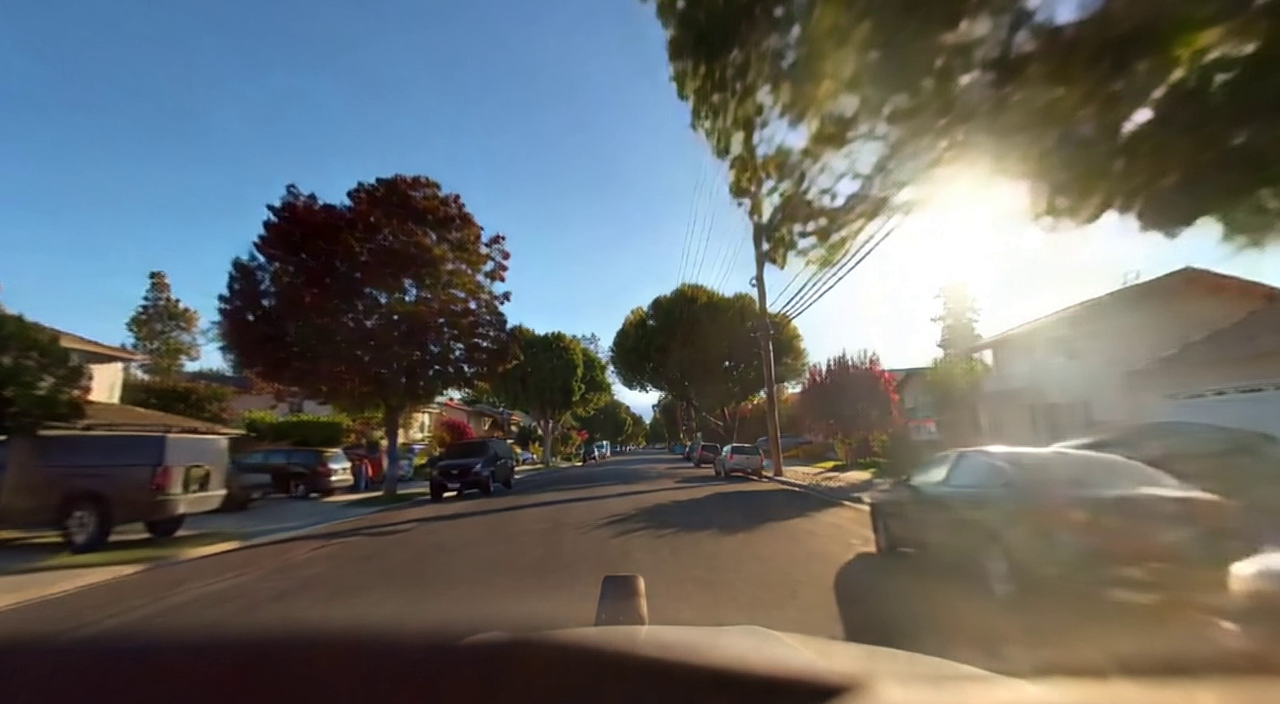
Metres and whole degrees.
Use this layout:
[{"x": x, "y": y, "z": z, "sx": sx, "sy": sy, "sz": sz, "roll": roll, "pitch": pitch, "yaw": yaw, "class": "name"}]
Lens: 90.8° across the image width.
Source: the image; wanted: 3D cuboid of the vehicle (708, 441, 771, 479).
[{"x": 4.325, "y": 4.778, "z": 28.307, "sx": 2.016, "sy": 1.544, "sz": 4.645, "roll": 0, "pitch": -8, "yaw": -1, "class": "vehicle"}]

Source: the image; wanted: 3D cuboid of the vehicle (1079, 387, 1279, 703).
[{"x": 3.741, "y": 0.743, "z": 1.558, "sx": 1.970, "sy": 1.530, "sz": 4.899, "roll": -1, "pitch": -8, "yaw": 3, "class": "vehicle"}]

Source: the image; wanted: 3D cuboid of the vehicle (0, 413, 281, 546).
[{"x": -10.534, "y": 2.227, "z": 11.391, "sx": 6.540, "sy": 2.079, "sz": 2.565, "roll": 0, "pitch": -8, "yaw": 1, "class": "vehicle"}]

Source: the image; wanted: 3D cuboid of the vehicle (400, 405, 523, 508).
[{"x": -5.884, "y": 3.514, "z": 21.769, "sx": 2.313, "sy": 2.875, "sz": 6.057, "roll": -4, "pitch": -8, "yaw": 1, "class": "vehicle"}]
